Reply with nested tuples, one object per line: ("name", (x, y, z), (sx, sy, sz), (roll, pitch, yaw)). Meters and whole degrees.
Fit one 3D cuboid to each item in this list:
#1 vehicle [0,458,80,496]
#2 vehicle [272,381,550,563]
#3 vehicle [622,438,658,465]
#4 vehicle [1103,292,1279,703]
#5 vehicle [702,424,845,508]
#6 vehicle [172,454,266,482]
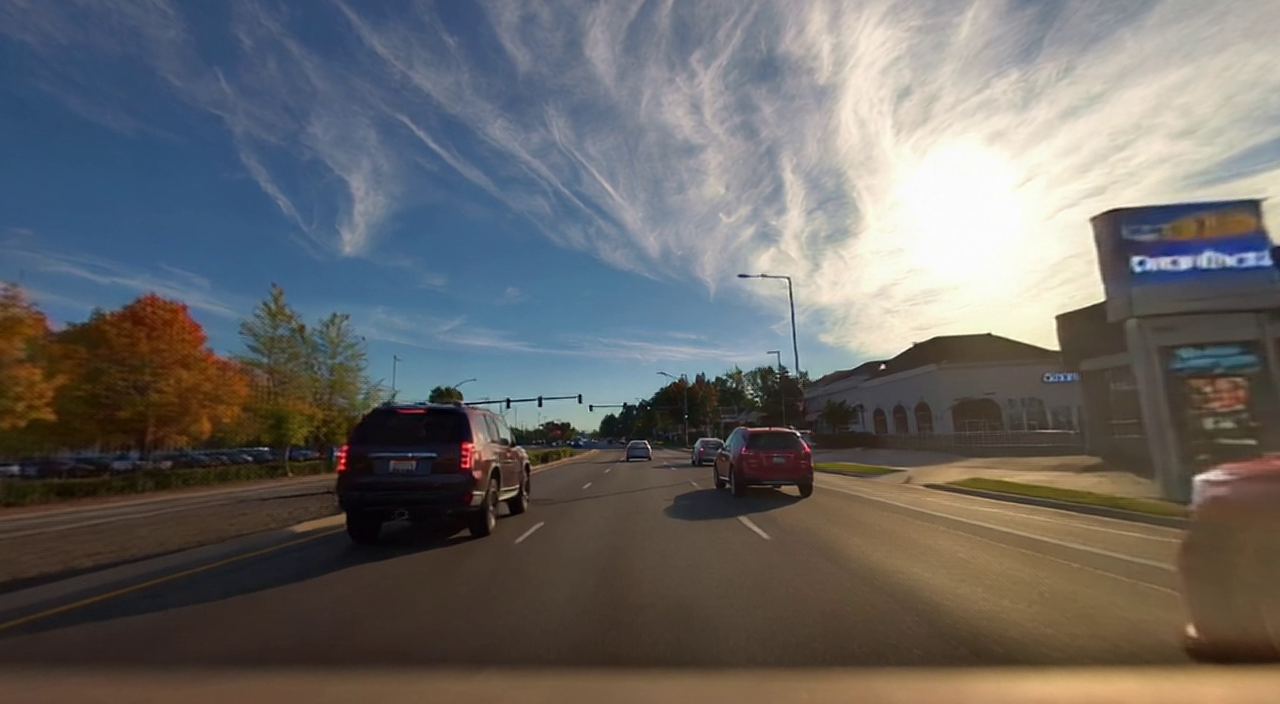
("vehicle", (-28.882, 5.732, 29.030), (4.441, 1.625, 1.916), (-1, -8, 3))
("vehicle", (-2.956, 1.738, 9.846), (2.368, 2.037, 5.319), (0, -8, 0))
("vehicle", (-0.035, 5.905, 37.671), (2.008, 1.464, 4.052), (0, -8, -1))
("vehicle", (2.823, 0.456, 0.167), (2.018, 1.719, 4.369), (0, -8, 0))
("vehicle", (2.819, 2.566, 14.666), (2.174, 1.596, 4.779), (0, -8, -1))
("vehicle", (-28.130, 7.754, 42.369), (4.862, 1.478, 2.057), (-4, -9, -2))
